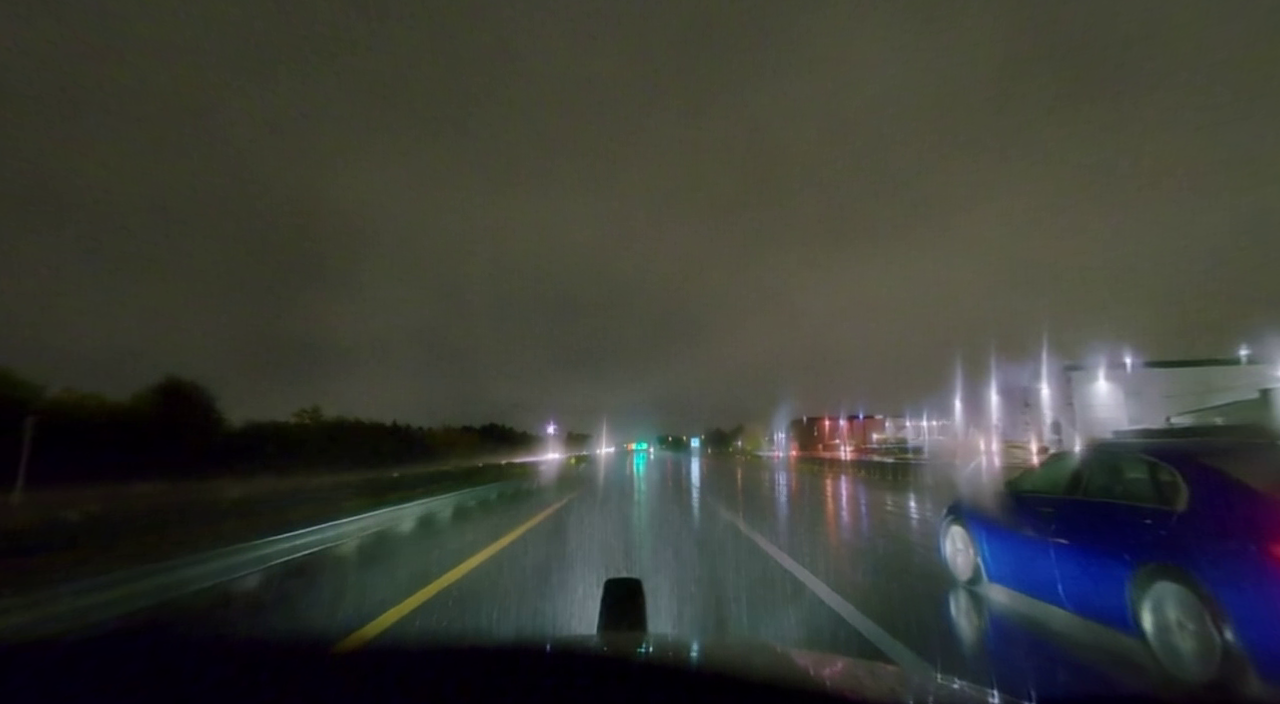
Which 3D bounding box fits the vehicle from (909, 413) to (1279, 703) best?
[{"bbox_3d":[4.139,1.303,4.790,2.053,1.490,4.799,0,-8,0],"label":"vehicle"}]
